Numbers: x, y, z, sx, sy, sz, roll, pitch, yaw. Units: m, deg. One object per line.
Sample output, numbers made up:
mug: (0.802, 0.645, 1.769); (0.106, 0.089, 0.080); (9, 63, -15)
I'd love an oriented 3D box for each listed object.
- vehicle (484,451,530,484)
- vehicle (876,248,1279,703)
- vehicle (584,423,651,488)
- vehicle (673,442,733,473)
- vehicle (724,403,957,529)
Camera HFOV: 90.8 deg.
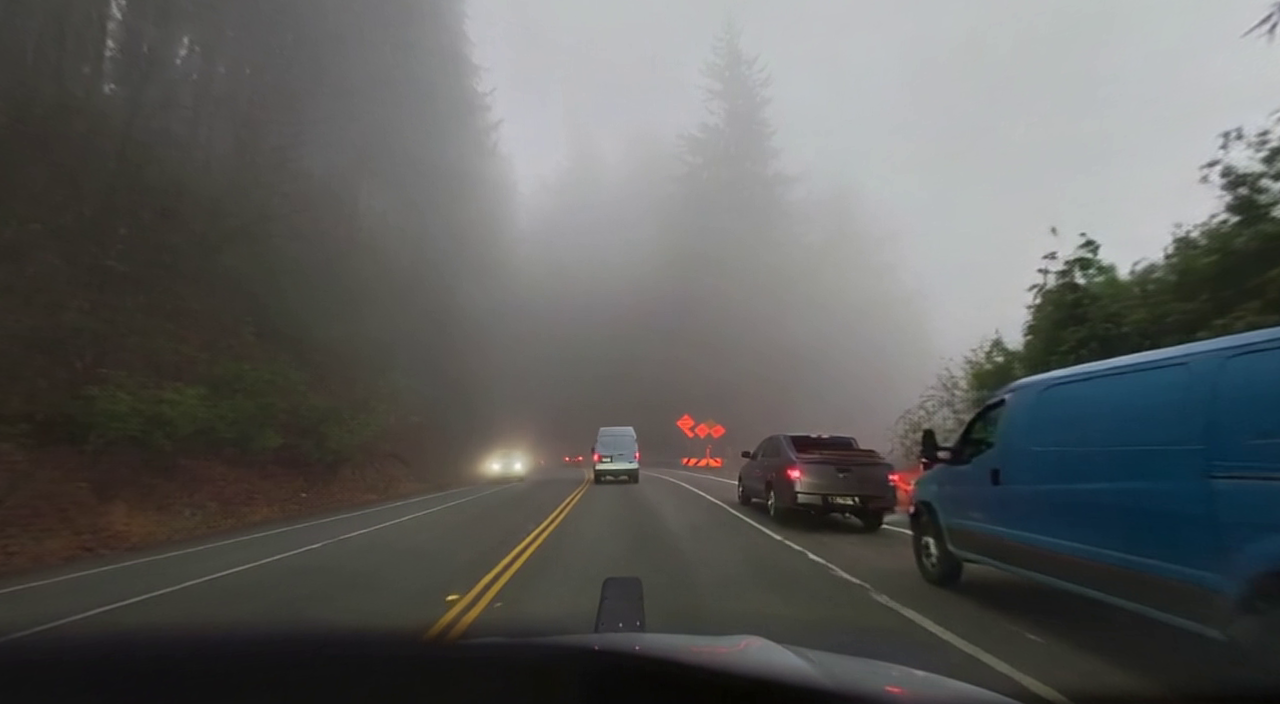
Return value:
vehicle: (-7.368, 6.400, 35.356); (1.992, 1.712, 4.504); (1, -9, -6)
vehicle: (4.203, 0.822, 4.215); (2.613, 2.153, 6.713); (0, -9, 0)
vehicle: (-0.972, 3.985, 24.582); (2.362, 2.247, 4.892); (1, -9, -4)
vehicle: (3.007, 5.170, 30.935); (2.277, 1.299, 3.889); (-2, -9, -3)
vehicle: (3.581, 2.285, 13.303); (2.415, 1.932, 6.910); (0, -9, -2)
